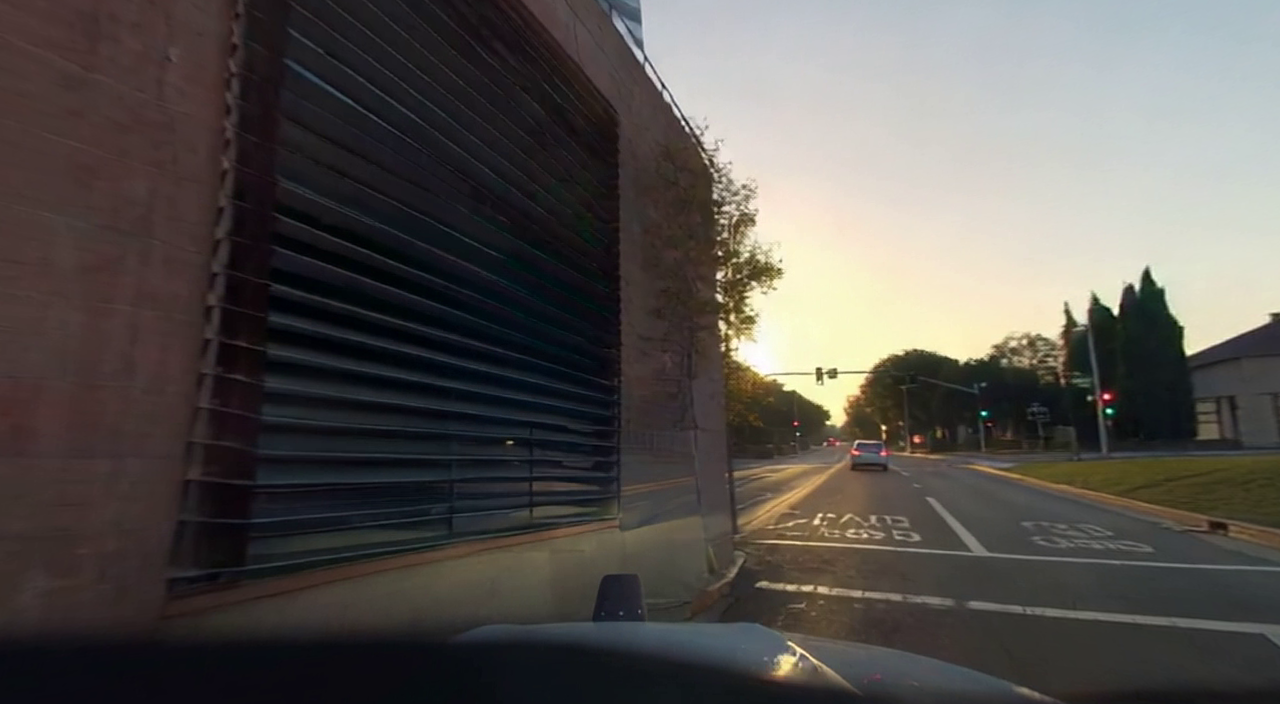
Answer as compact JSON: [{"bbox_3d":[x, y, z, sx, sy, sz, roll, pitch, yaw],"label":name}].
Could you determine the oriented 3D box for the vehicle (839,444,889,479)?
[{"bbox_3d":[11.625,5.594,32.614,2.218,1.657,4.551,-3,-9,21],"label":"vehicle"}]
